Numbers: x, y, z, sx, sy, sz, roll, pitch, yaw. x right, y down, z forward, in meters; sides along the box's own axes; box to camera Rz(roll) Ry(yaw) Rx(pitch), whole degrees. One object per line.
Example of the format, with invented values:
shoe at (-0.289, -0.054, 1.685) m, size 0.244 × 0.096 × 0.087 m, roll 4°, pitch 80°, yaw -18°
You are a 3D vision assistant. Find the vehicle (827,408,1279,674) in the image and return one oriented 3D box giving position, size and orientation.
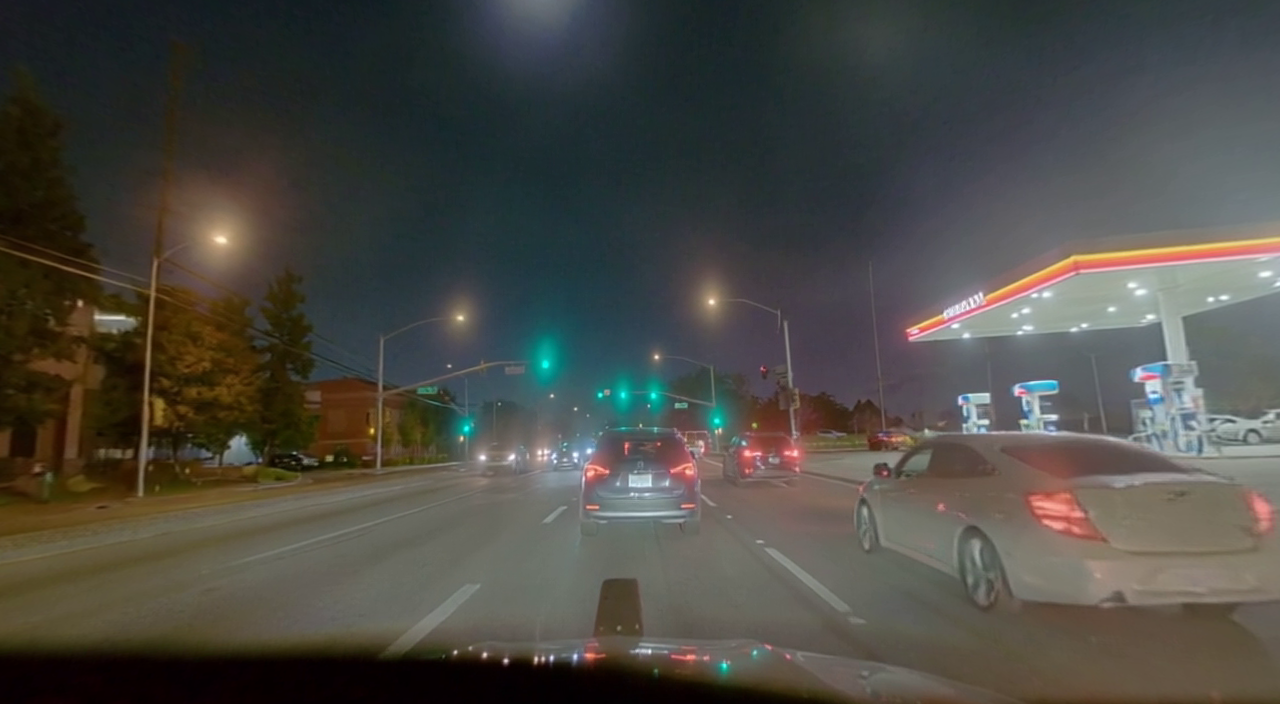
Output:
vehicle at (3.356, 1.376, 5.777) m, size 1.904 × 1.472 × 4.358 m, roll 0°, pitch -8°, yaw -1°

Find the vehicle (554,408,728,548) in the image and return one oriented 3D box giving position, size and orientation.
vehicle at (-0.049, 1.848, 9.875) m, size 2.164 × 1.718 × 3.881 m, roll 0°, pitch -8°, yaw -2°

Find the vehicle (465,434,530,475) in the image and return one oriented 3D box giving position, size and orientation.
vehicle at (-6.390, 4.652, 28.888) m, size 1.994 × 1.695 × 4.471 m, roll 0°, pitch -8°, yaw -1°

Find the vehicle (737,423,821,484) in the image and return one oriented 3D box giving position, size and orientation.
vehicle at (4.489, 3.368, 21.183) m, size 2.116 × 1.791 × 5.006 m, roll -1°, pitch -8°, yaw 5°
